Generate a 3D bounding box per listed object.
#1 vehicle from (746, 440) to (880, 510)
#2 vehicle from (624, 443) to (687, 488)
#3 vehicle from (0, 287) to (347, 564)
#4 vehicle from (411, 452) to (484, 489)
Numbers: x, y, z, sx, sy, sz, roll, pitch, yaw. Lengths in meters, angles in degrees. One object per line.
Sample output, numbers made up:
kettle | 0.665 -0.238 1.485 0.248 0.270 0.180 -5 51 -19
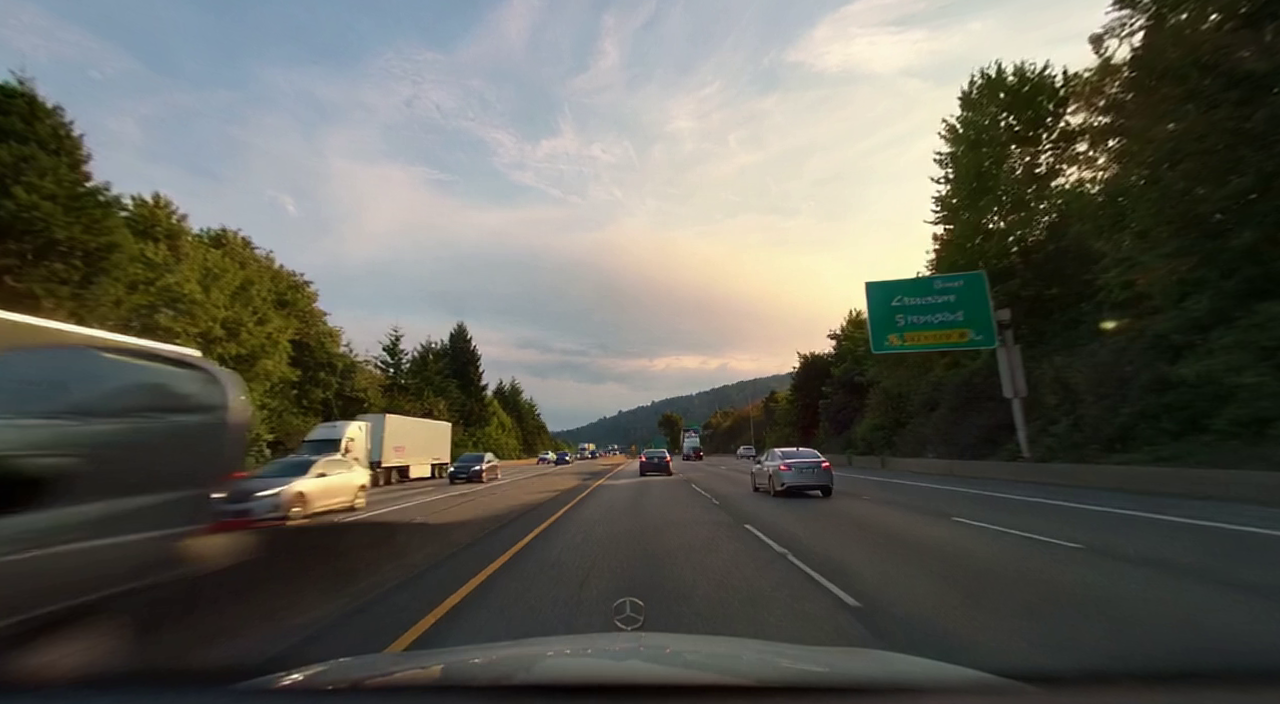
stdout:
vehicle | 4.044 2.952 15.614 2.029 1.475 4.279 0 -9 -1
vehicle | 0.539 4.251 23.846 2.177 1.520 4.278 0 -9 0
vehicle | -11.732 1.813 14.118 3.263 4.326 14.657 0 -9 0
vehicle | -8.569 5.291 28.470 1.985 1.458 4.230 0 -9 0
